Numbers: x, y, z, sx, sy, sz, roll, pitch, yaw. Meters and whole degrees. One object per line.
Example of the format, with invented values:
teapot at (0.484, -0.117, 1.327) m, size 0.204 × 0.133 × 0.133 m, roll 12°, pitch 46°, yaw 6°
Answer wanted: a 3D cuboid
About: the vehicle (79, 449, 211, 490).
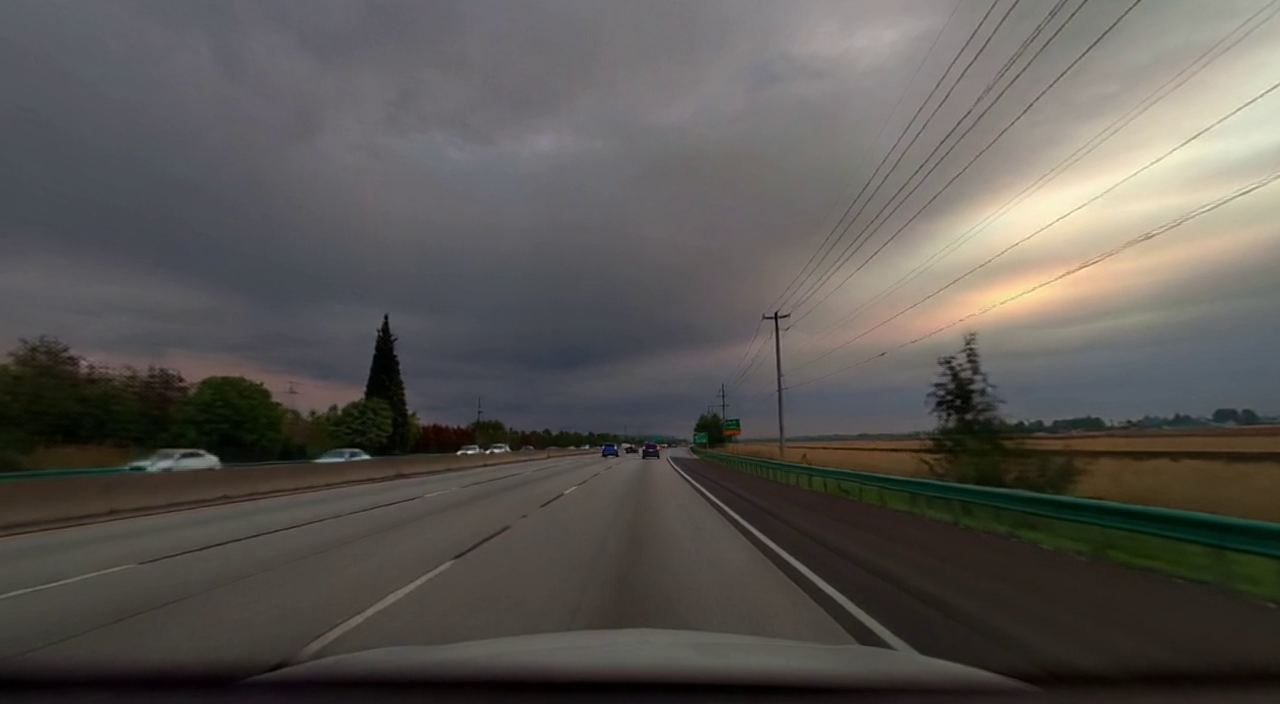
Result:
vehicle at (-19.782, 4.689, 25.450) m, size 1.847 × 1.442 × 4.222 m, roll 0°, pitch -8°, yaw 1°
